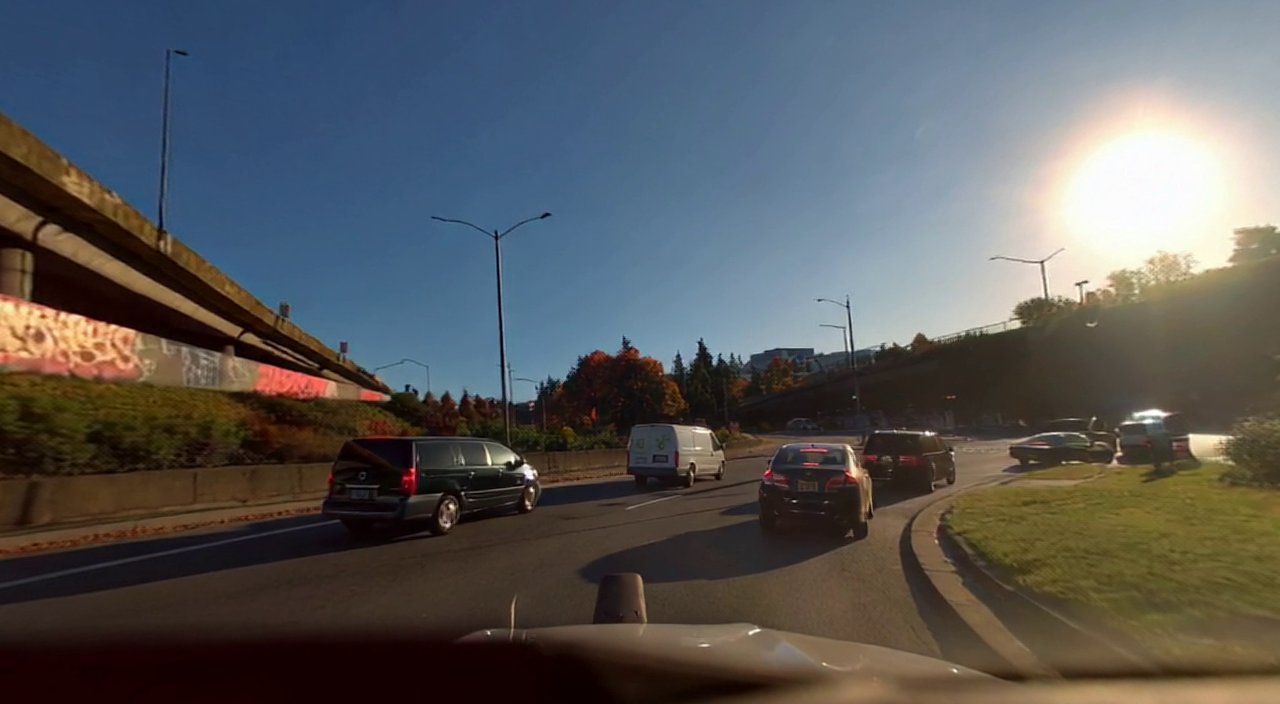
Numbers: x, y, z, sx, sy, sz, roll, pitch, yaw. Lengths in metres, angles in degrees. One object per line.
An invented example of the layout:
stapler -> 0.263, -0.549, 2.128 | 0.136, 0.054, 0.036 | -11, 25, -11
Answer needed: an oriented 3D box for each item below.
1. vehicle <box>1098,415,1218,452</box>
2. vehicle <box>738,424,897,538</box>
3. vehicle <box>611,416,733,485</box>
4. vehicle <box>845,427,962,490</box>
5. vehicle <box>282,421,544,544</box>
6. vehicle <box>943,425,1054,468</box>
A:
vehicle -> 21.865, 3.468, 26.496 | 3.934, 1.485, 1.763 | 2, -9, -13
vehicle -> 3.160, 2.077, 10.628 | 2.064, 1.515, 3.722 | -4, -10, 23
vehicle -> 1.067, 2.953, 18.867 | 1.835, 1.825, 4.005 | -6, -11, 34
vehicle -> 7.481, 2.955, 17.579 | 1.830, 1.519, 4.253 | -7, -11, 38
vehicle -> -3.363, 2.023, 10.303 | 1.921, 1.554, 4.081 | -3, -9, 17
vehicle -> 13.128, 3.463, 22.881 | 3.902, 1.446, 1.780 | 5, -11, -32
